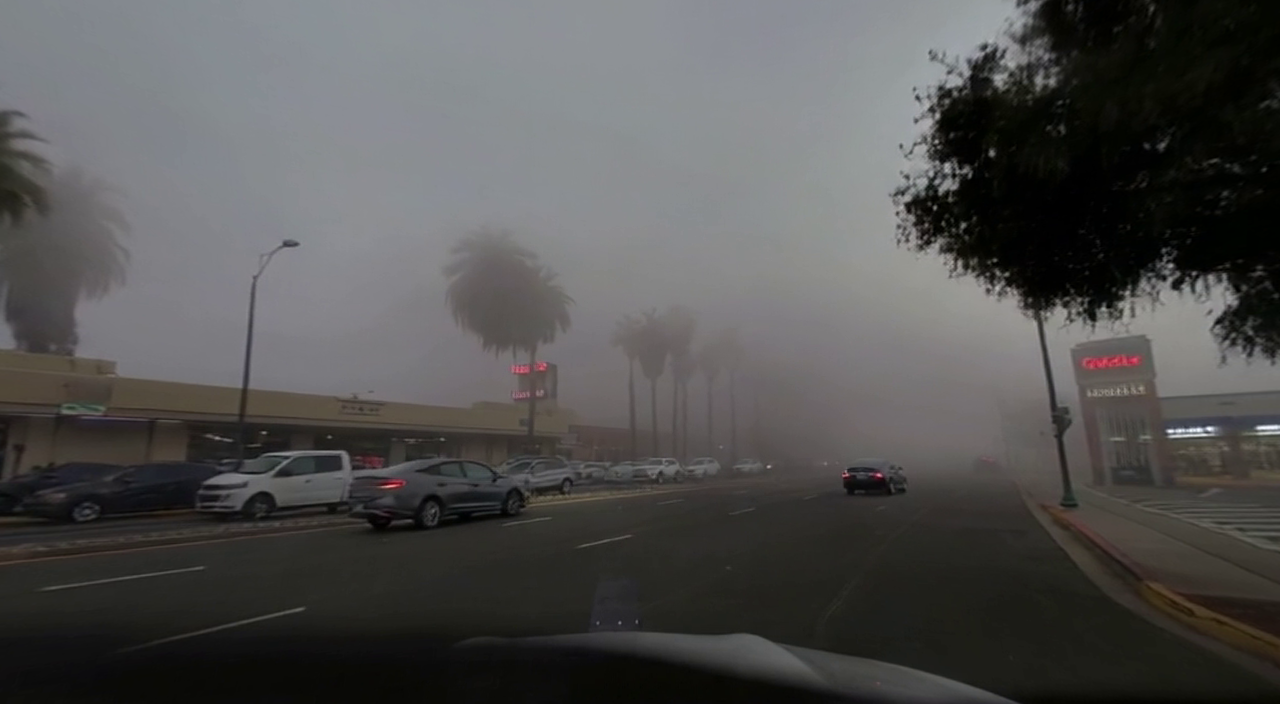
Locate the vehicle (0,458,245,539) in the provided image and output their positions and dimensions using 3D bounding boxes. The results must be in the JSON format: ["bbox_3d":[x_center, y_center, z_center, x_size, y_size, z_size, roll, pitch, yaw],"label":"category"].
[{"bbox_3d":[-12.961,3.538,15.902,1.900,1.615,4.573,-5,-10,30],"label":"vehicle"}]

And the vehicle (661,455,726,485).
[{"bbox_3d":[3.229,6.851,36.839,1.981,1.493,4.721,-5,-10,30],"label":"vehicle"}]

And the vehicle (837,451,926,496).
[{"bbox_3d":[9.367,4.566,24.130,2.139,1.461,4.918,-5,-10,33],"label":"vehicle"}]

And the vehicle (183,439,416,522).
[{"bbox_3d":[-8.517,3.351,16.334,1.989,1.792,4.884,-7,-14,28],"label":"vehicle"}]

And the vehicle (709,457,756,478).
[{"bbox_3d":[7.228,8.960,48.930,1.962,1.464,4.781,-5,-10,29],"label":"vehicle"}]

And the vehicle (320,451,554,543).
[{"bbox_3d":[-4.029,2.892,13.372,2.090,1.520,4.452,-5,-10,29],"label":"vehicle"}]

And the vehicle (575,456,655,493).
[{"bbox_3d":[-1.073,5.600,29.092,1.776,1.448,4.137,-5,-10,29],"label":"vehicle"}]
